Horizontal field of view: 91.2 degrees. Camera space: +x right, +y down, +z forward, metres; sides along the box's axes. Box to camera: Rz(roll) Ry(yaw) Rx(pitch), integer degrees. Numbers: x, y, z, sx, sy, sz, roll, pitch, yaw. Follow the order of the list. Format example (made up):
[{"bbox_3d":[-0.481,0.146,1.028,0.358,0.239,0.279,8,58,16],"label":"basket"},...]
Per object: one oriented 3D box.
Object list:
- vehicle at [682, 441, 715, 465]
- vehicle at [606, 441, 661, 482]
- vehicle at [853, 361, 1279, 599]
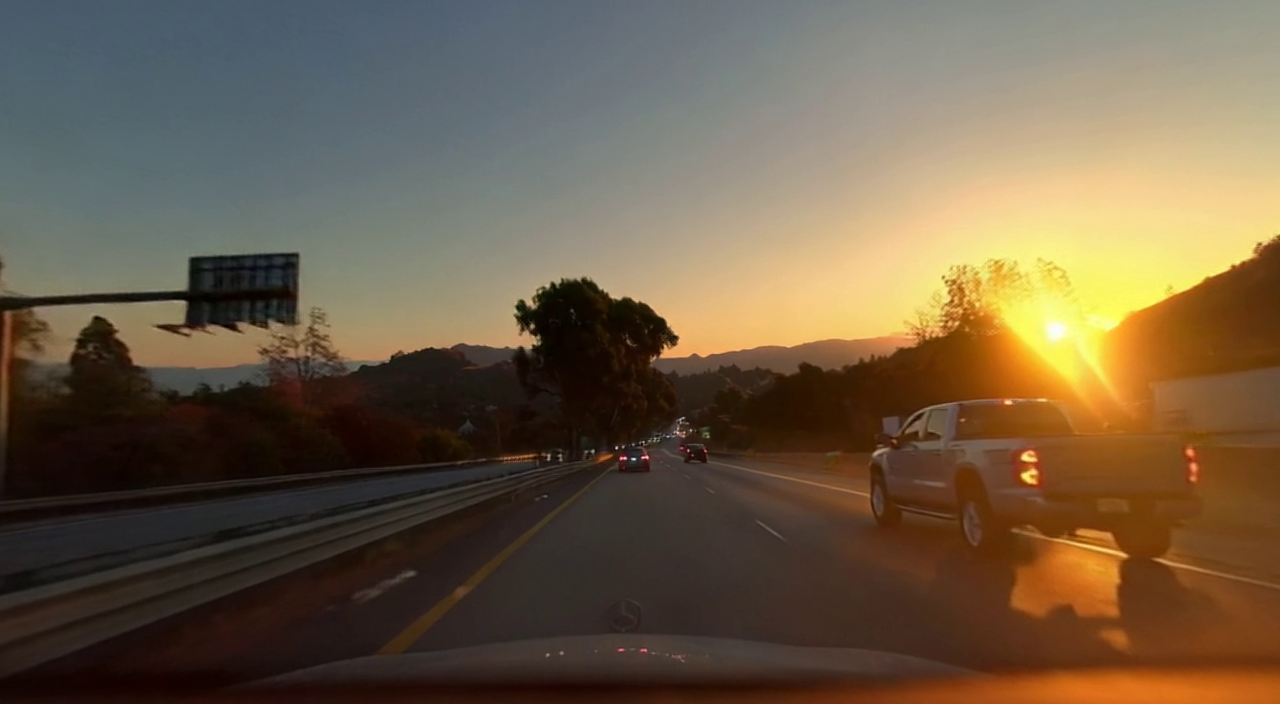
[{"bbox_3d":[4.060,7.066,44.068,1.936,1.589,3.915,0,-9,-1],"label":"vehicle"},{"bbox_3d":[-0.257,4.360,25.179,2.029,1.483,3.769,0,-9,0],"label":"vehicle"},{"bbox_3d":[4.593,1.409,7.621,2.261,1.952,4.784,0,-9,0],"label":"vehicle"}]
